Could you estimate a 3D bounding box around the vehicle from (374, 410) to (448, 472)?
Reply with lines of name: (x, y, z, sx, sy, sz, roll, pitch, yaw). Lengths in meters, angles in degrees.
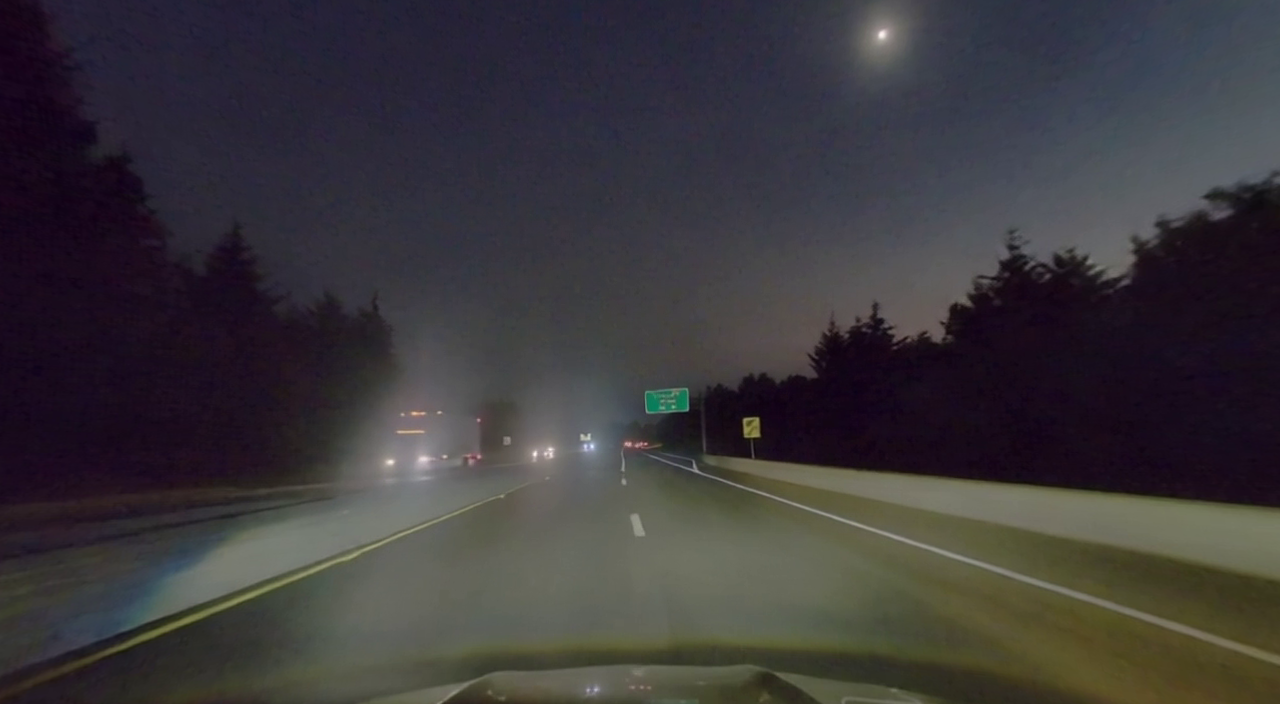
vehicle: (-15.854, 6.265, 44.232, 2.968, 3.954, 5.903, 0, -9, -1)
